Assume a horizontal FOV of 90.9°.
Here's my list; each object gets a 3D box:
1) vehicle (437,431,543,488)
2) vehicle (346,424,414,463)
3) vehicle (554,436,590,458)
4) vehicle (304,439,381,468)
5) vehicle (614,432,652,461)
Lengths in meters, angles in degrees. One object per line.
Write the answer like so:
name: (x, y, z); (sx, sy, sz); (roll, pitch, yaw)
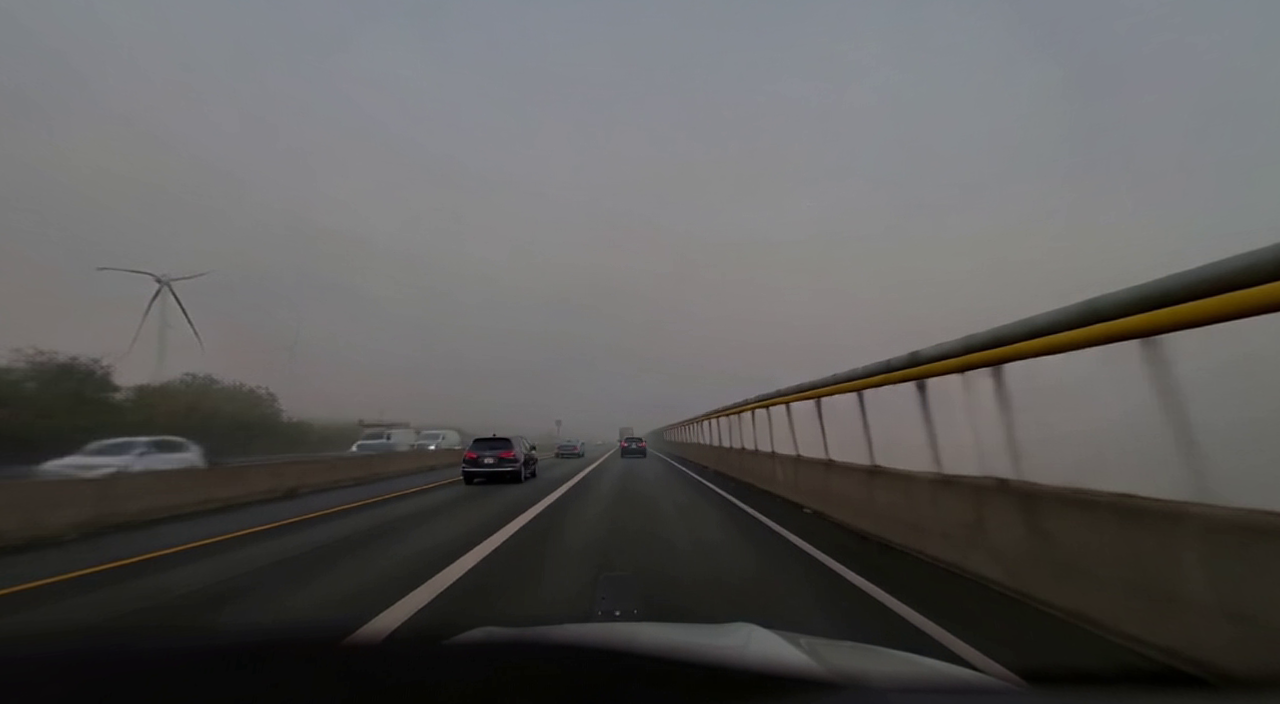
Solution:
vehicle: (-4.261, 3.105, 18.725); (1.998, 1.468, 4.635); (0, -8, 0)
vehicle: (-18.293, 6.460, 44.676); (2.522, 2.584, 5.381); (0, -8, 0)
vehicle: (-4.587, 6.450, 43.082); (2.059, 1.436, 3.802); (0, -8, -1)
vehicle: (-18.081, 6.151, 38.627); (2.374, 1.628, 4.917); (0, -8, -1)
vehicle: (-0.421, 5.411, 36.145); (2.027, 1.550, 3.607); (0, -8, -1)
